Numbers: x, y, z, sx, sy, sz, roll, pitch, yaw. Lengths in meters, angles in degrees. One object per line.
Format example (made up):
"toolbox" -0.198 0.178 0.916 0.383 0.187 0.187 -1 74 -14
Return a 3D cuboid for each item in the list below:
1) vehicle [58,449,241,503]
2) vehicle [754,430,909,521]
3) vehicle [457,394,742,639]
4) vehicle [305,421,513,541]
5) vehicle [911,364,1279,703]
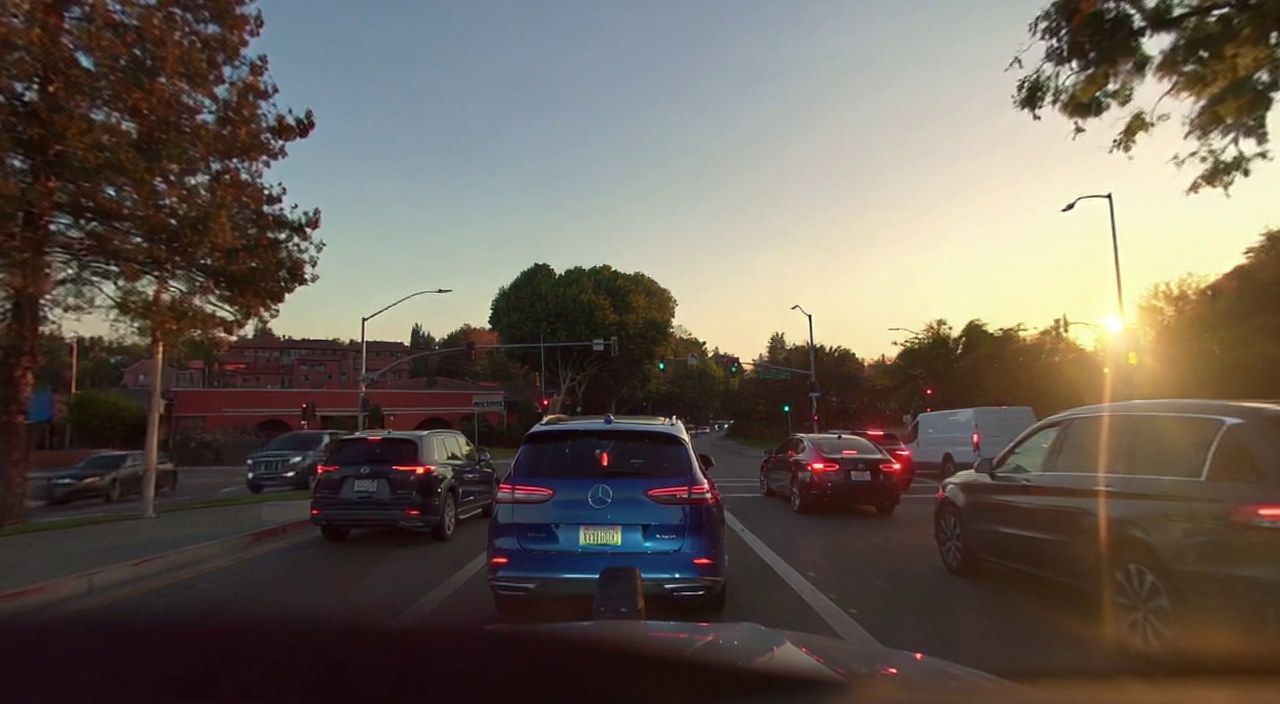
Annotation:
"vehicle" -15.820 3.976 20.789 2.057 1.540 4.884 0 -8 1
"vehicle" 3.656 2.422 12.871 1.847 1.554 3.885 0 -8 -1
"vehicle" -0.165 1.462 6.587 2.022 1.700 4.084 -1 -8 4
"vehicle" -3.770 2.178 11.299 2.012 1.701 4.316 0 -8 1
"vehicle" 4.141 1.248 5.232 2.014 1.740 4.515 0 -8 4
